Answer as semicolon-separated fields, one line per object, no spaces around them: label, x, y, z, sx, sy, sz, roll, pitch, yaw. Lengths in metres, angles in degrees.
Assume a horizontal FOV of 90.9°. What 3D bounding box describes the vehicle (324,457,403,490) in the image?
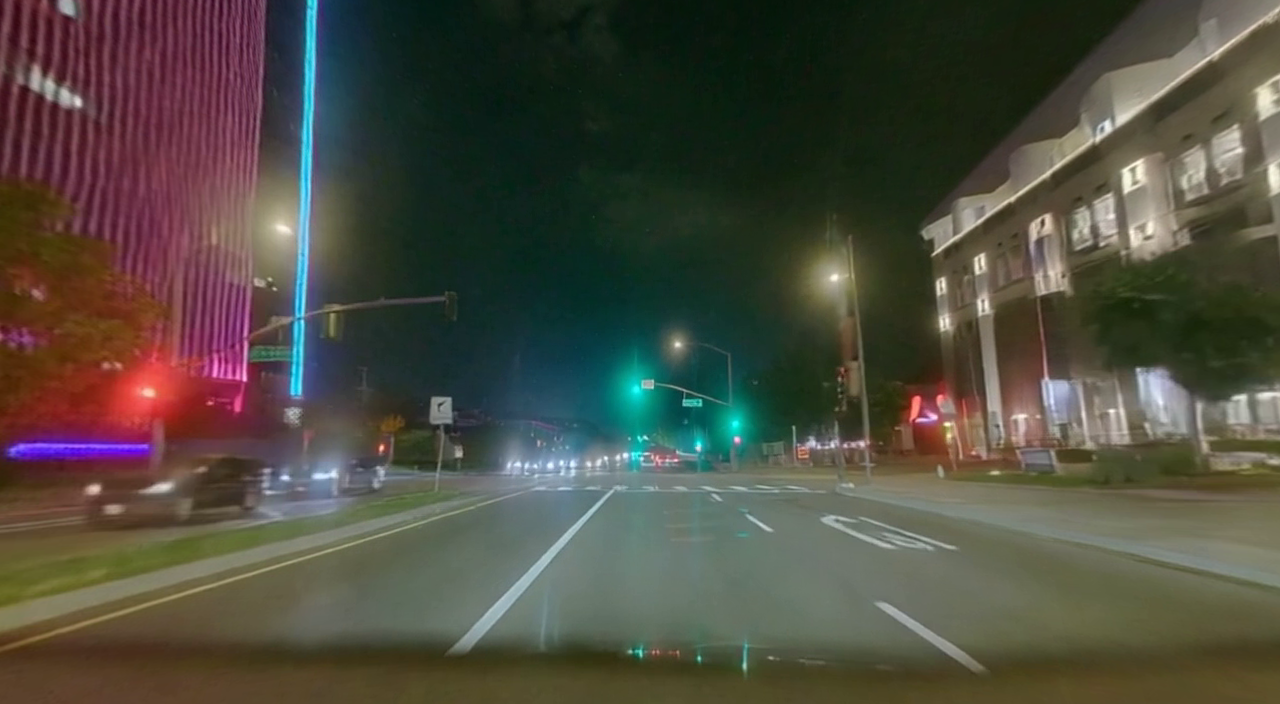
vehicle;-13.612;5.959;31.278;1.833;1.444;4.325;0;-9;2

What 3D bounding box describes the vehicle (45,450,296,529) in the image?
vehicle;-10.388;3.038;14.577;2.004;1.469;4.724;-1;-9;3
